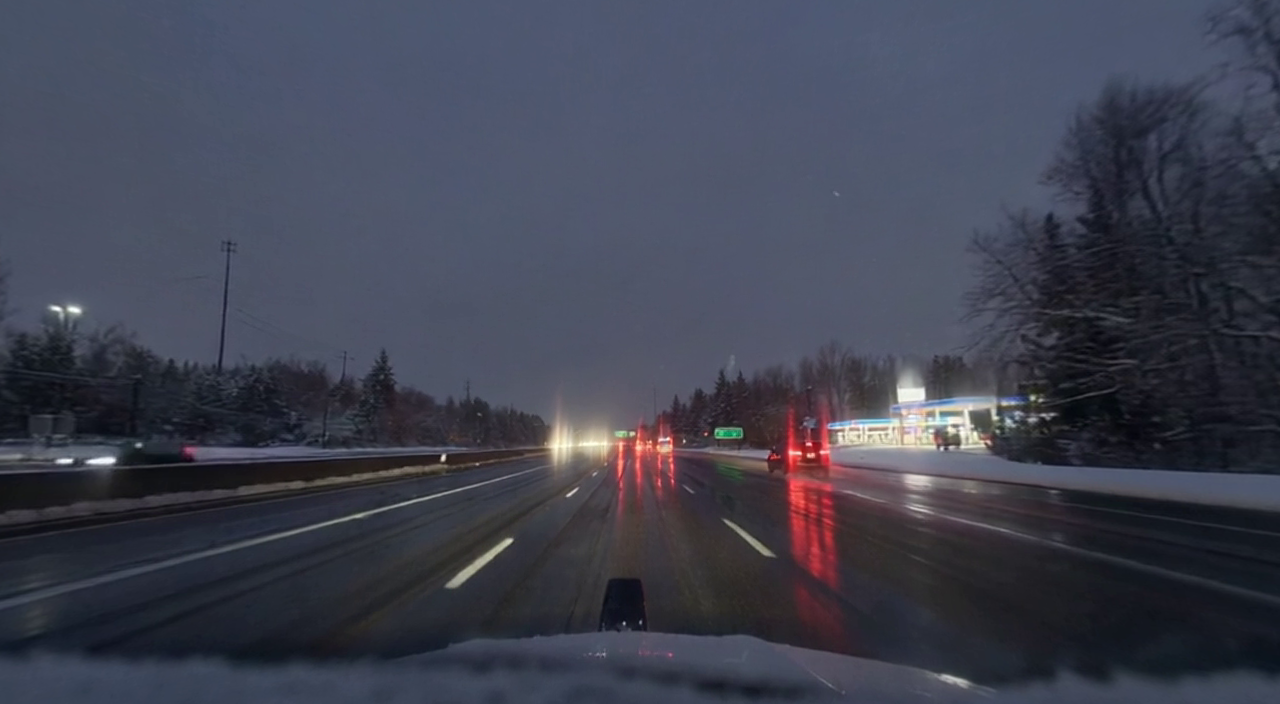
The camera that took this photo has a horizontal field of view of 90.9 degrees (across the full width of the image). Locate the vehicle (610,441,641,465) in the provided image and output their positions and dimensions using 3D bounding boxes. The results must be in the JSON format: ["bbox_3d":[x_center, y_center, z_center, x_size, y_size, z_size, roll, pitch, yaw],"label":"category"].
[{"bbox_3d":[-1.014,6.794,42.593,1.999,1.473,4.351,0,-8,-2],"label":"vehicle"}]

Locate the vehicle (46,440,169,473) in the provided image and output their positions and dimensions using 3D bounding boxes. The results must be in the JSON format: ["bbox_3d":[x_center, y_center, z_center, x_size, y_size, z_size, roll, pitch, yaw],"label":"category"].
[{"bbox_3d":[-26.317,5.155,31.445,1.913,1.521,4.912,0,-8,-1],"label":"vehicle"}]

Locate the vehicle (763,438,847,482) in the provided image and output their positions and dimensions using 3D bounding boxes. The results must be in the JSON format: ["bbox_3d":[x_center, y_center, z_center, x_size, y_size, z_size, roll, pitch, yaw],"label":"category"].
[{"bbox_3d":[5.886,3.888,23.041,1.867,1.463,4.295,0,-8,-1],"label":"vehicle"}]
